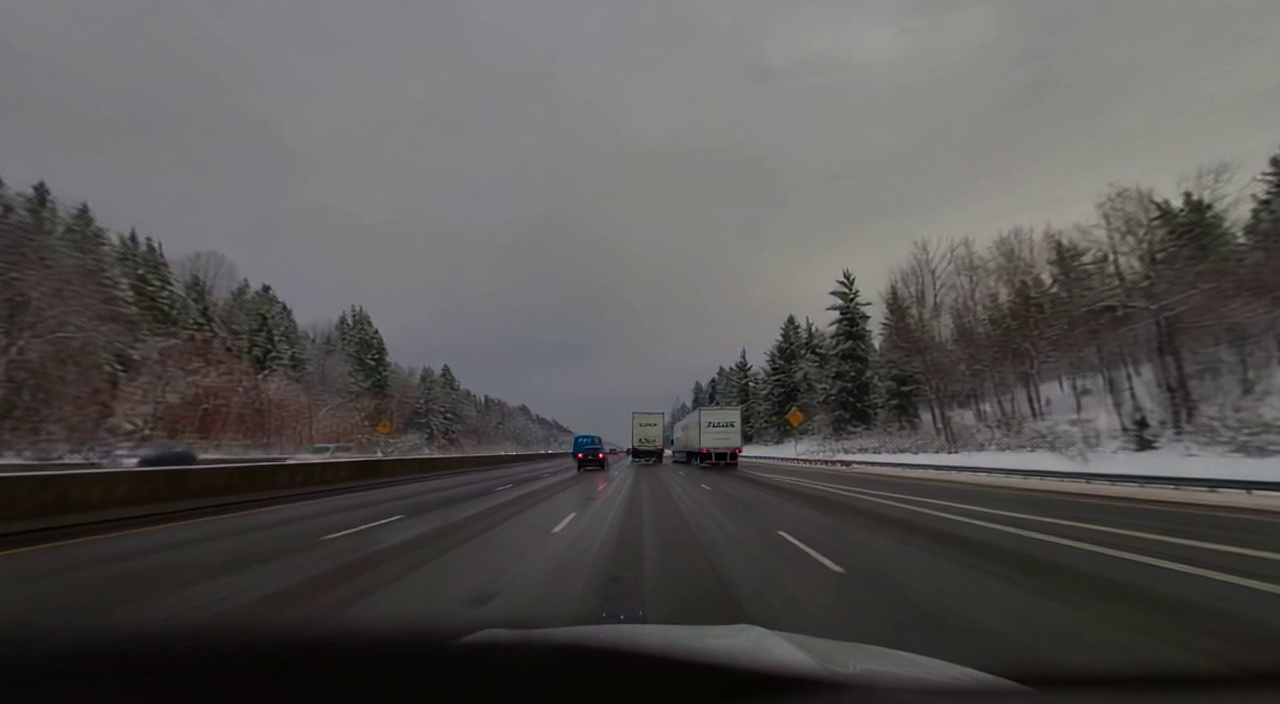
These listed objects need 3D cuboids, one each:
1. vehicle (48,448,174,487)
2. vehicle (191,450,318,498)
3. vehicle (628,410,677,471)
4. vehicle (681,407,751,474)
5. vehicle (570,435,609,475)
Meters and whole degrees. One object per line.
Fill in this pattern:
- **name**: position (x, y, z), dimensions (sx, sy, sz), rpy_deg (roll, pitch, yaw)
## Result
- **vehicle**: position (-23.512, 5.136, 28.281), dimensions (1.920, 1.591, 4.250), rpy_deg (0, -9, 0)
- **vehicle**: position (-12.894, 4.067, 21.397), dimensions (1.808, 1.441, 3.831), rpy_deg (0, -9, 1)
- **vehicle**: position (0.774, 6.666, 47.034), dimensions (3.201, 4.019, 10.918), rpy_deg (0, -9, 0)
- **vehicle**: position (5.204, 6.601, 46.392), dimensions (3.319, 4.075, 14.516), rpy_deg (0, -9, 0)
- **vehicle**: position (-2.890, 5.986, 36.749), dimensions (2.033, 2.234, 3.490), rpy_deg (0, -9, 0)
